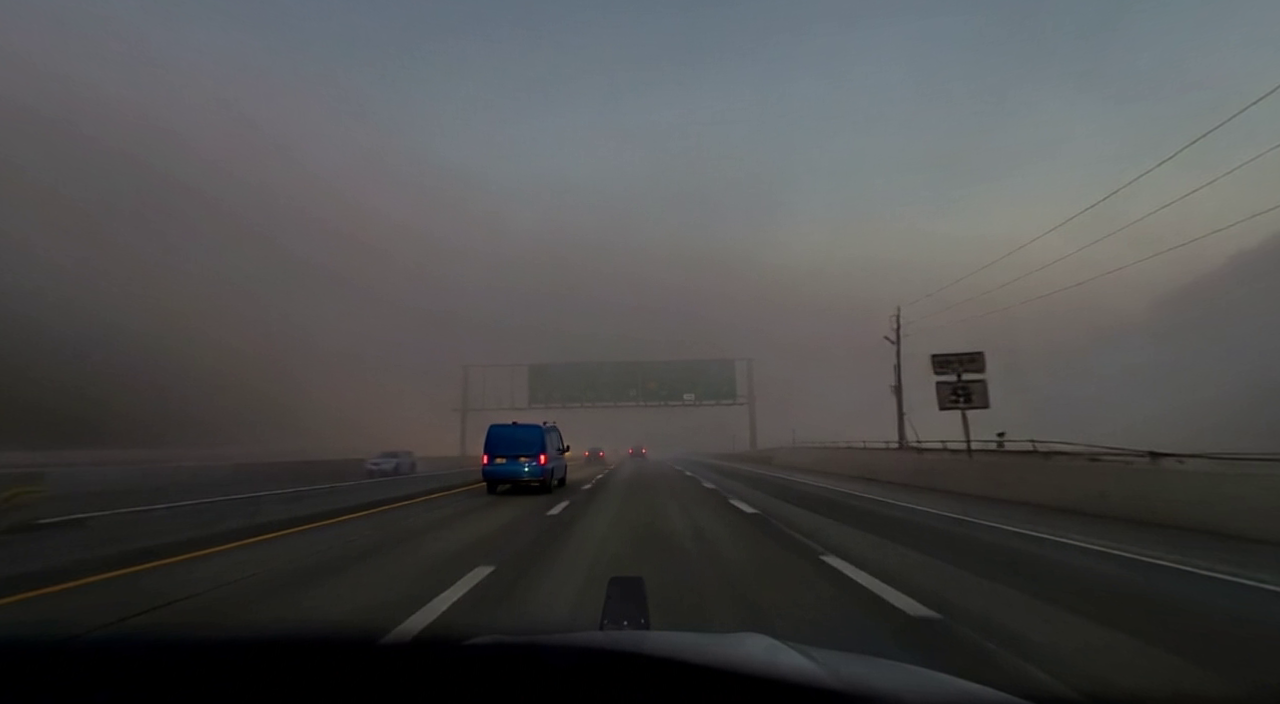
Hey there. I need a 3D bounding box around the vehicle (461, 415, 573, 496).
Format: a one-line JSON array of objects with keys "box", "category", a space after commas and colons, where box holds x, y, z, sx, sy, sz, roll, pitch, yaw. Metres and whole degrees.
[{"box": [-3.369, 2.953, 18.311, 2.281, 2.025, 4.586, 0, -8, 0], "category": "vehicle"}]
